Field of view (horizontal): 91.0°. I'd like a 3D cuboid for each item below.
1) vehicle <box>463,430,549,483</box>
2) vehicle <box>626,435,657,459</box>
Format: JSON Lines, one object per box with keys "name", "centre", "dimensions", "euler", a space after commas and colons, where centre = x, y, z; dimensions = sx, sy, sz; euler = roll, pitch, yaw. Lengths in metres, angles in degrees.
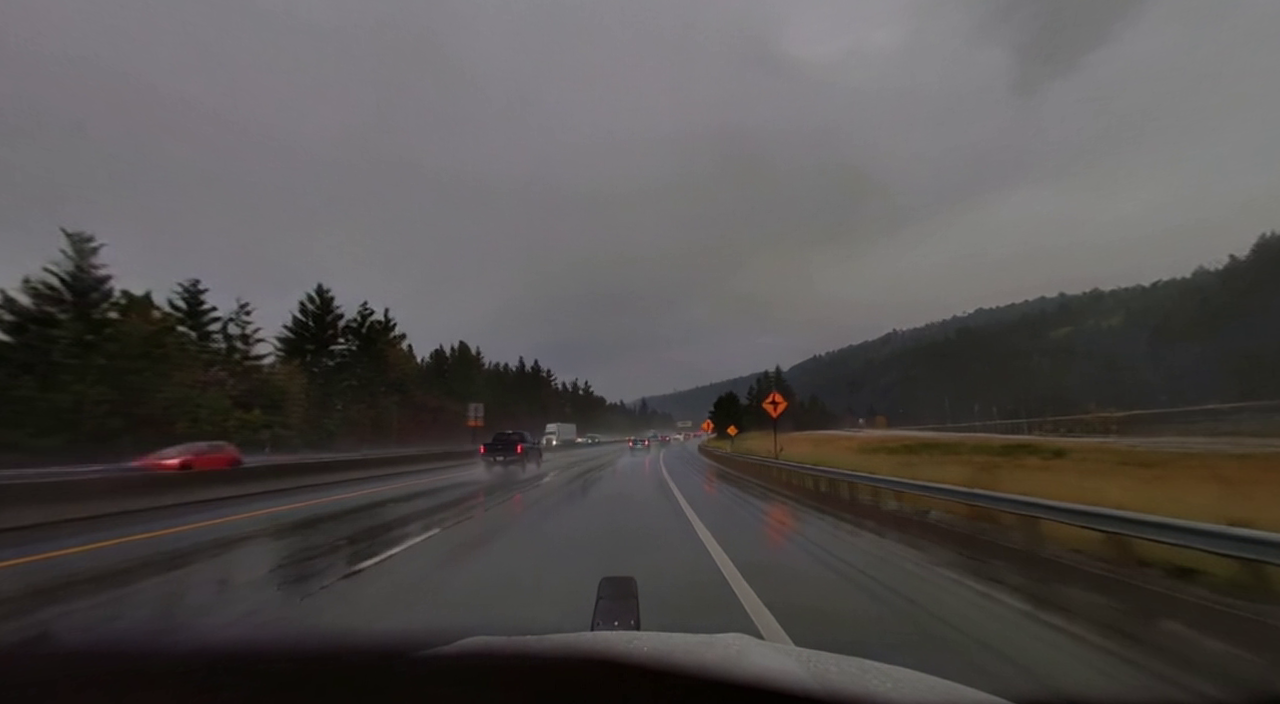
{"name": "vehicle", "centre": [-4.646, 3.695, 22.504], "dimensions": [2.075, 1.653, 4.317], "euler": [-1, -8, 1]}
{"name": "vehicle", "centre": [0.073, 6.819, 45.268], "dimensions": [2.146, 1.636, 4.026], "euler": [0, -8, 0]}
